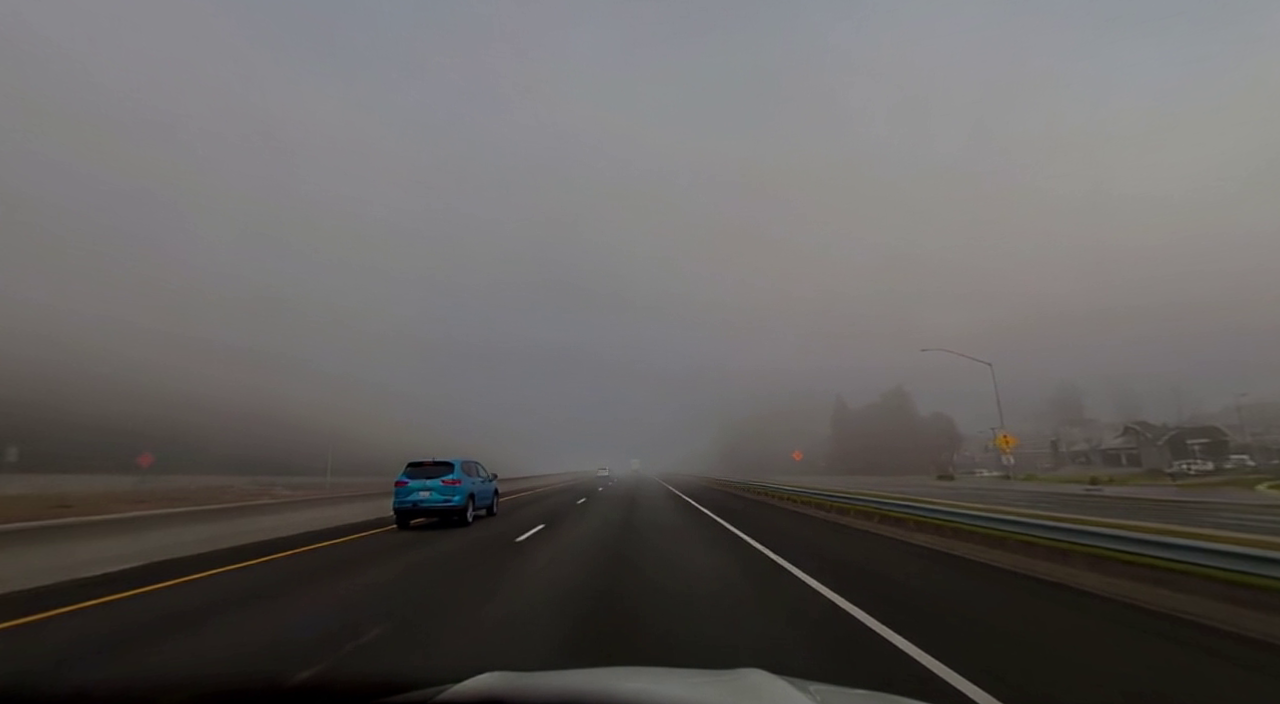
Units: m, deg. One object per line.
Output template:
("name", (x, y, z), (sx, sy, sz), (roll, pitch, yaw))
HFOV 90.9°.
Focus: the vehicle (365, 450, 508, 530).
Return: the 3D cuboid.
("vehicle", (-4.462, 3.100, 14.526), (1.914, 1.534, 4.015), (1, -10, 0))
